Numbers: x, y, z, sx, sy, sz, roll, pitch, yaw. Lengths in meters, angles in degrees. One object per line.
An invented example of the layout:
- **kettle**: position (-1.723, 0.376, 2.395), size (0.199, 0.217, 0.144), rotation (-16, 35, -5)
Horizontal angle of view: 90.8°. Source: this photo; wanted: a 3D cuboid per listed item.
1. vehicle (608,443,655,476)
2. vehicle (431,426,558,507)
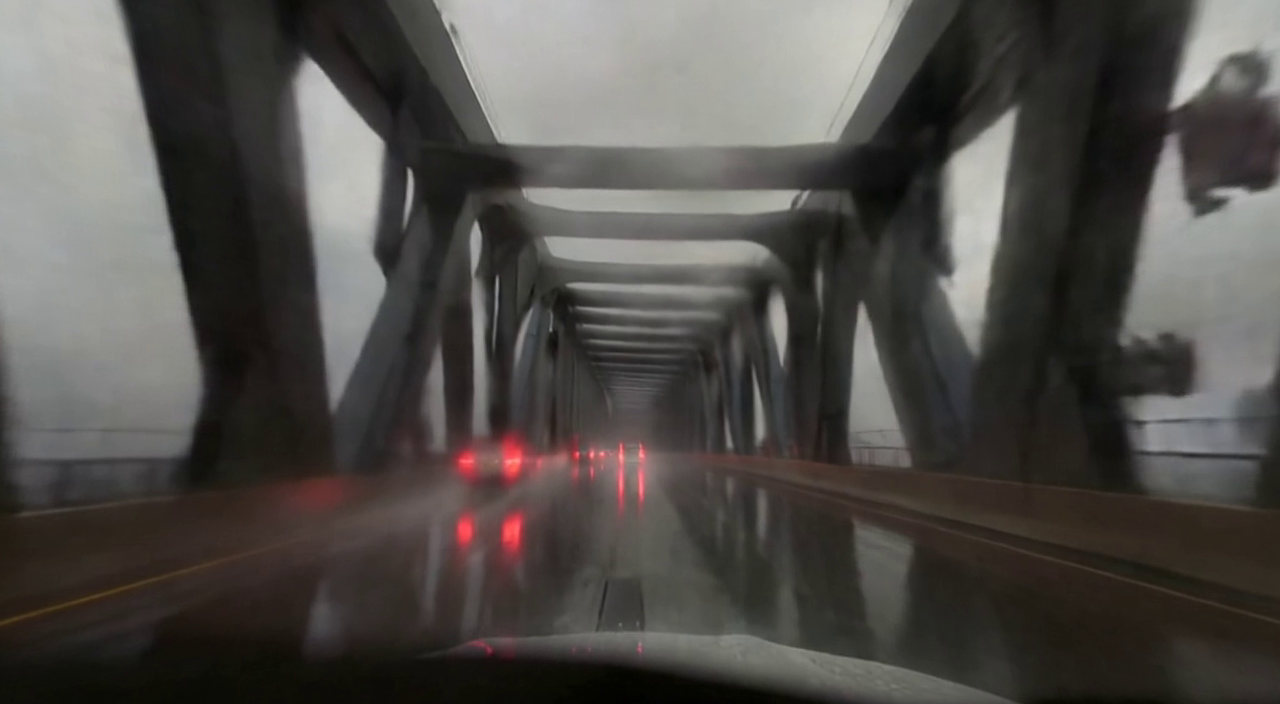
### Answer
- **vehicle**: position (-0.400, 5.064, 29.973), size (2.048, 1.450, 3.973), rotation (0, -9, -1)
- **vehicle**: position (-3.636, 2.981, 16.860), size (2.190, 1.807, 4.741), rotation (-1, -9, 1)
